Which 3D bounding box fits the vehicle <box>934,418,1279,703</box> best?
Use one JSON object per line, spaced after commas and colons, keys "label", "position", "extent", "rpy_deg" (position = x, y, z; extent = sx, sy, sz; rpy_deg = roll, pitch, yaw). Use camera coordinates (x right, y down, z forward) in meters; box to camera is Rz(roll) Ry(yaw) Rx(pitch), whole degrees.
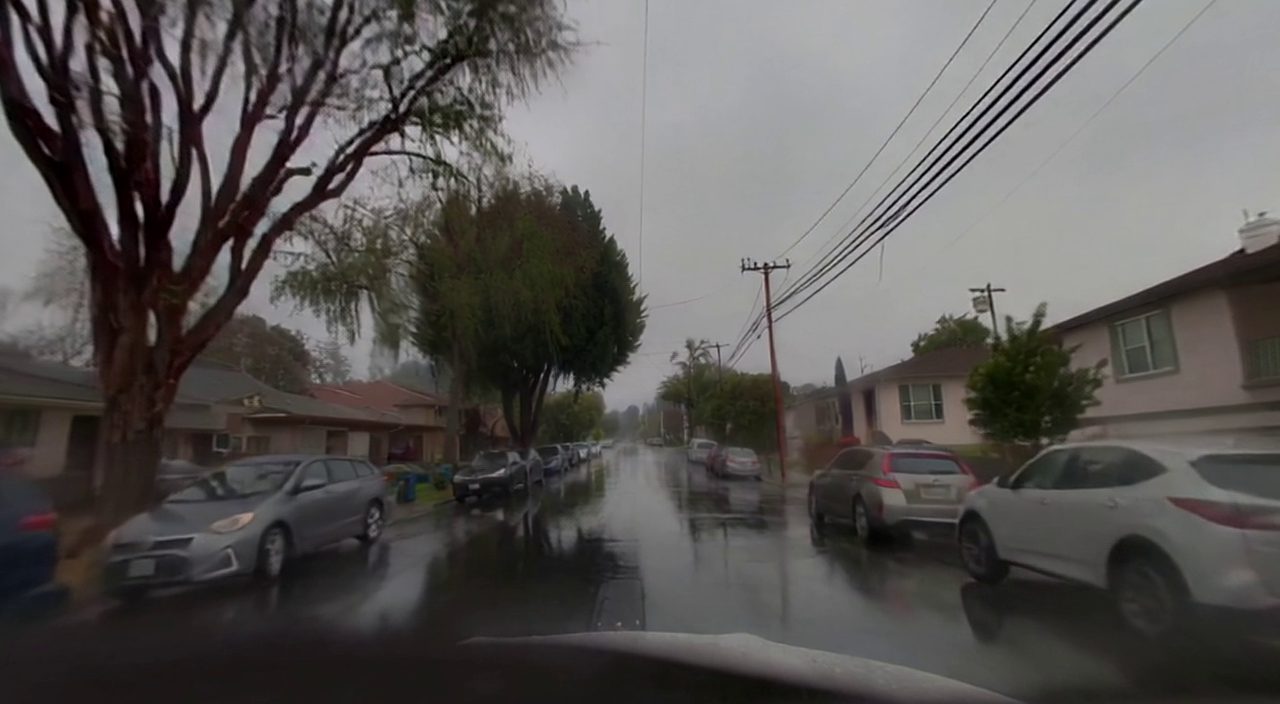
{"label": "vehicle", "position": [4.451, 1.444, 5.347], "extent": [1.864, 1.592, 4.221], "rpy_deg": [0, -8, 0]}

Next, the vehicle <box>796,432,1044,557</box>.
{"label": "vehicle", "position": [4.233, 2.264, 10.658], "extent": [2.057, 1.511, 4.858], "rpy_deg": [2, -10, 1]}

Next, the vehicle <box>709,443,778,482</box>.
{"label": "vehicle", "position": [4.360, 4.721, 27.390], "extent": [2.174, 1.504, 4.809], "rpy_deg": [0, -8, 0]}

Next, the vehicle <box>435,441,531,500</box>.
{"label": "vehicle", "position": [-5.013, 3.837, 20.873], "extent": [2.032, 1.716, 4.382], "rpy_deg": [0, -8, 0]}

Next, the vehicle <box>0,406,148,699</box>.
{"label": "vehicle", "position": [-5.083, 1.024, 2.472], "extent": [2.360, 1.772, 4.907], "rpy_deg": [0, -8, -1]}

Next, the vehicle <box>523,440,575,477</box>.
{"label": "vehicle", "position": [-5.162, 6.126, 36.787], "extent": [2.184, 1.958, 5.757], "rpy_deg": [0, -8, 0]}

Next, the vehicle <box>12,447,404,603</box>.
{"label": "vehicle", "position": [-5.156, 2.069, 8.599], "extent": [2.109, 1.501, 4.522], "rpy_deg": [0, -8, 0]}
